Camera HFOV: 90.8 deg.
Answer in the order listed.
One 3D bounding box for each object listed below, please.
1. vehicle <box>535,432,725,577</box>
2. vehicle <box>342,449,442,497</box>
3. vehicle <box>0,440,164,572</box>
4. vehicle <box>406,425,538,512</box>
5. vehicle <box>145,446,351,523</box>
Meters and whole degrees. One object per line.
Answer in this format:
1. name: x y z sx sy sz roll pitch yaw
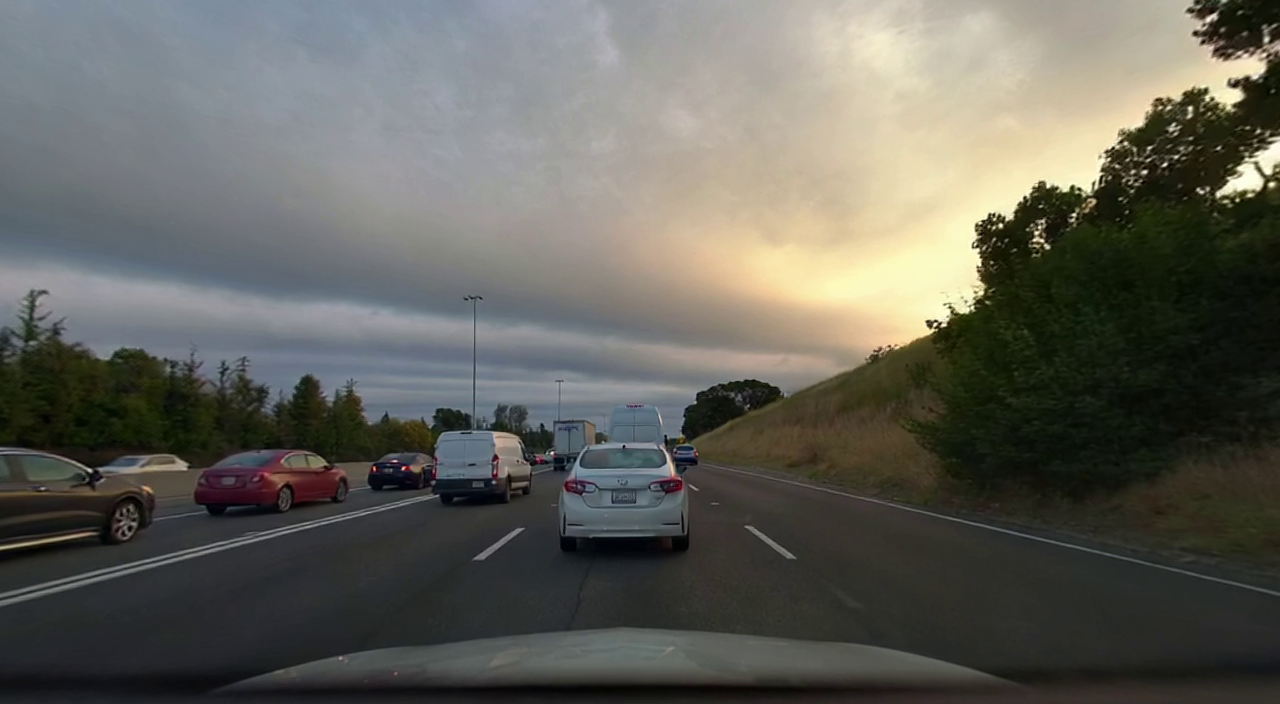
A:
1. vehicle: -0.141 1.872 8.410 1.995 1.495 3.380 0 -9 -1
2. vehicle: -8.418 4.100 21.794 1.826 1.465 3.916 -1 -9 1
3. vehicle: -8.285 1.801 7.395 1.864 1.492 4.453 -1 -9 1
4. vehicle: -4.154 2.977 16.529 2.055 1.913 4.584 -1 -9 2
5. vehicle: -8.699 2.938 14.597 1.884 1.484 4.389 -1 -9 1
